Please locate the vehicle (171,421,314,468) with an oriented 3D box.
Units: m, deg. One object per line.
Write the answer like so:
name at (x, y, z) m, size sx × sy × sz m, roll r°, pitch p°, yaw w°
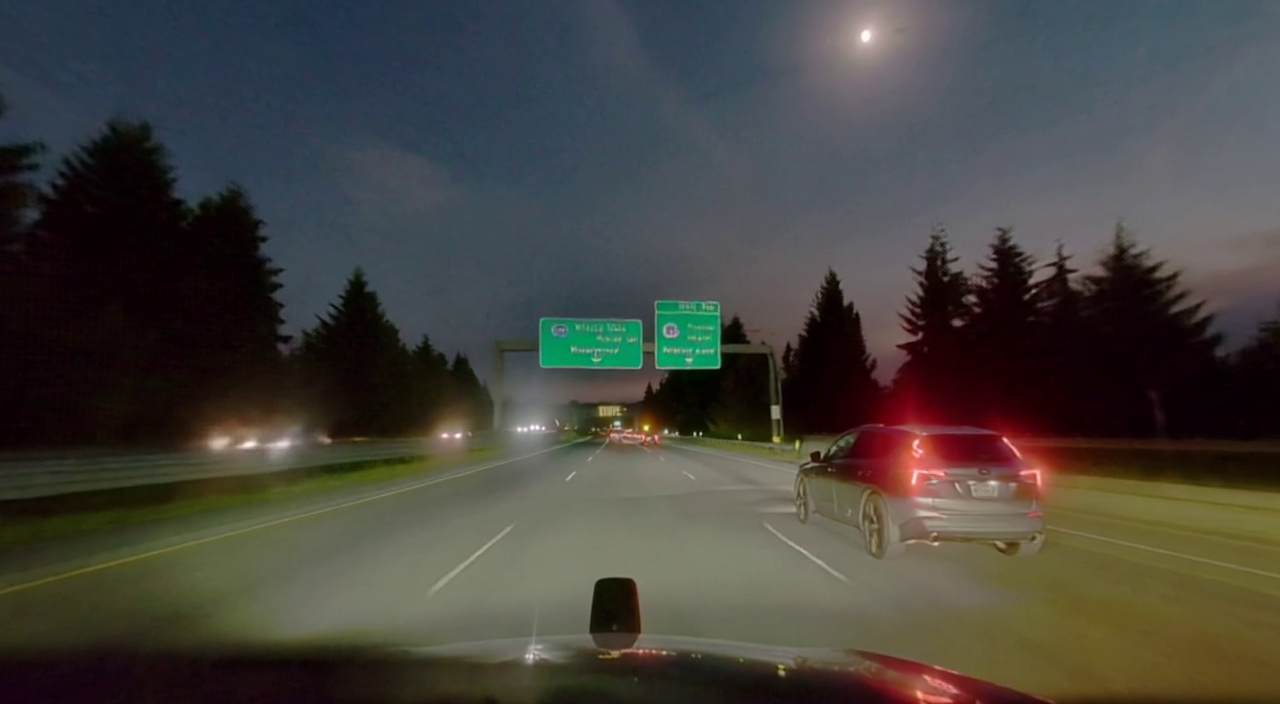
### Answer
vehicle at (-13.587, 3.185, 21.968) m, size 1.916 × 1.461 × 4.780 m, roll 0°, pitch -8°, yaw -1°
